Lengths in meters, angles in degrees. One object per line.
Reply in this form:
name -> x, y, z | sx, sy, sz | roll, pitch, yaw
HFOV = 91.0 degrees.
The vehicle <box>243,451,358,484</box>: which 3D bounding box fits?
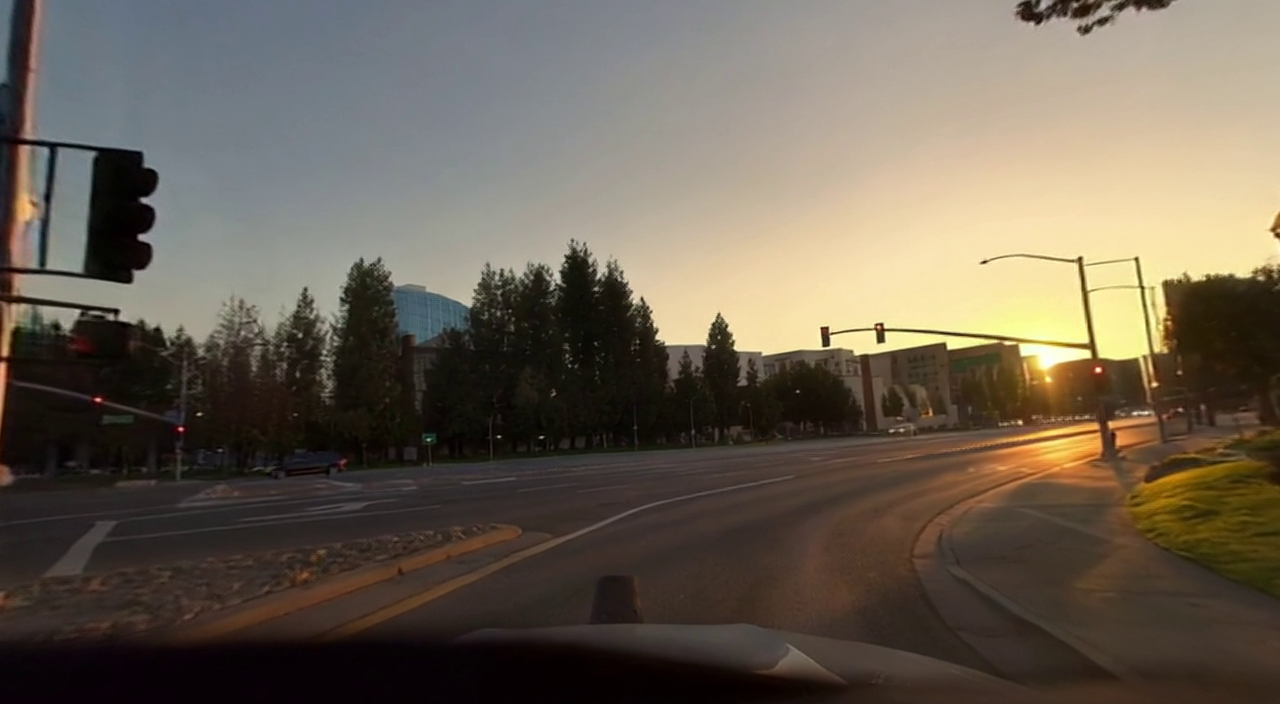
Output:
vehicle -> -16.609, 5.630, 30.946 | 1.811, 1.444, 4.527 | -8, -11, 42
